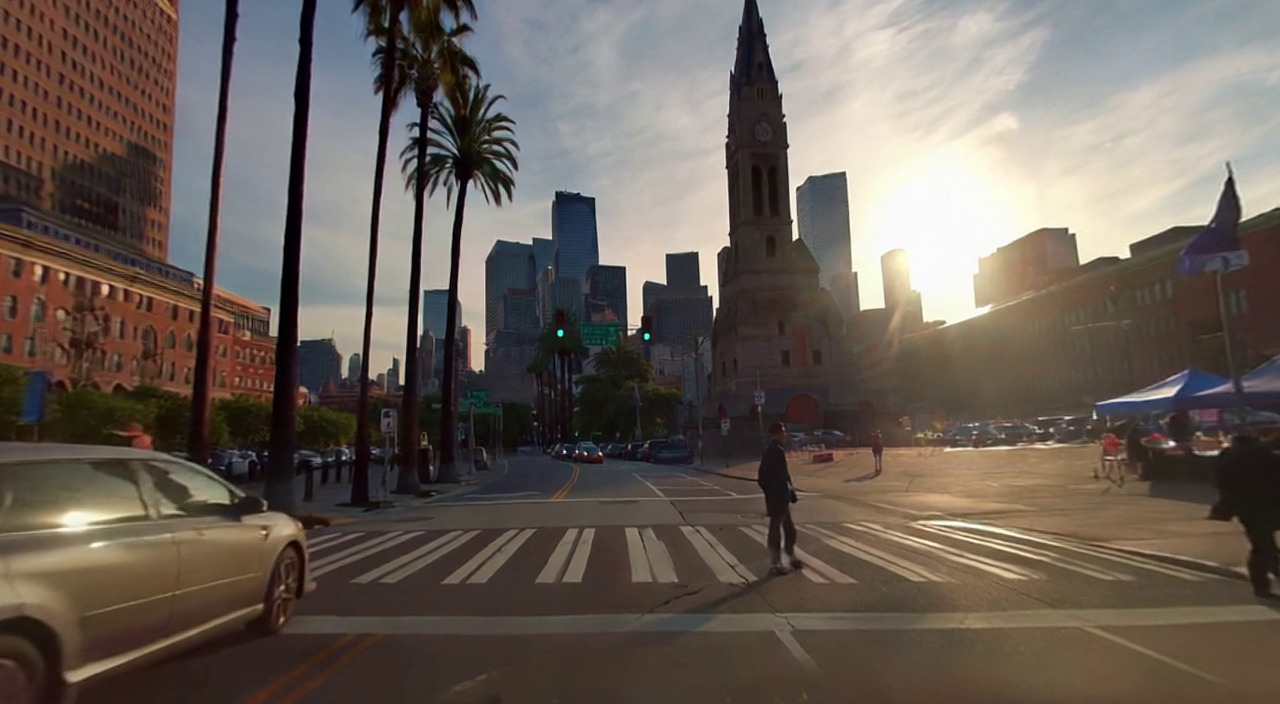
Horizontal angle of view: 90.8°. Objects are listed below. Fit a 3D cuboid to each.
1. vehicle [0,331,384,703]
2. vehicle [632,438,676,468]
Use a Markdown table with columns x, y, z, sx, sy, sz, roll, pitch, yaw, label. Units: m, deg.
| x | y | z | sx | sy | sz | roll | pitch | yaw | label |
| --- | --- | --- | --- | --- | --- | --- | --- | --- | --- |
| -3.272 | 0.911 | 3.226 | 1.948 | 1.674 | 4.668 | 0 | -8 | 0 | vehicle |
| 0.942 | 7.409 | 46.473 | 2.322 | 2.071 | 5.366 | 1 | -8 | -9 | vehicle |
